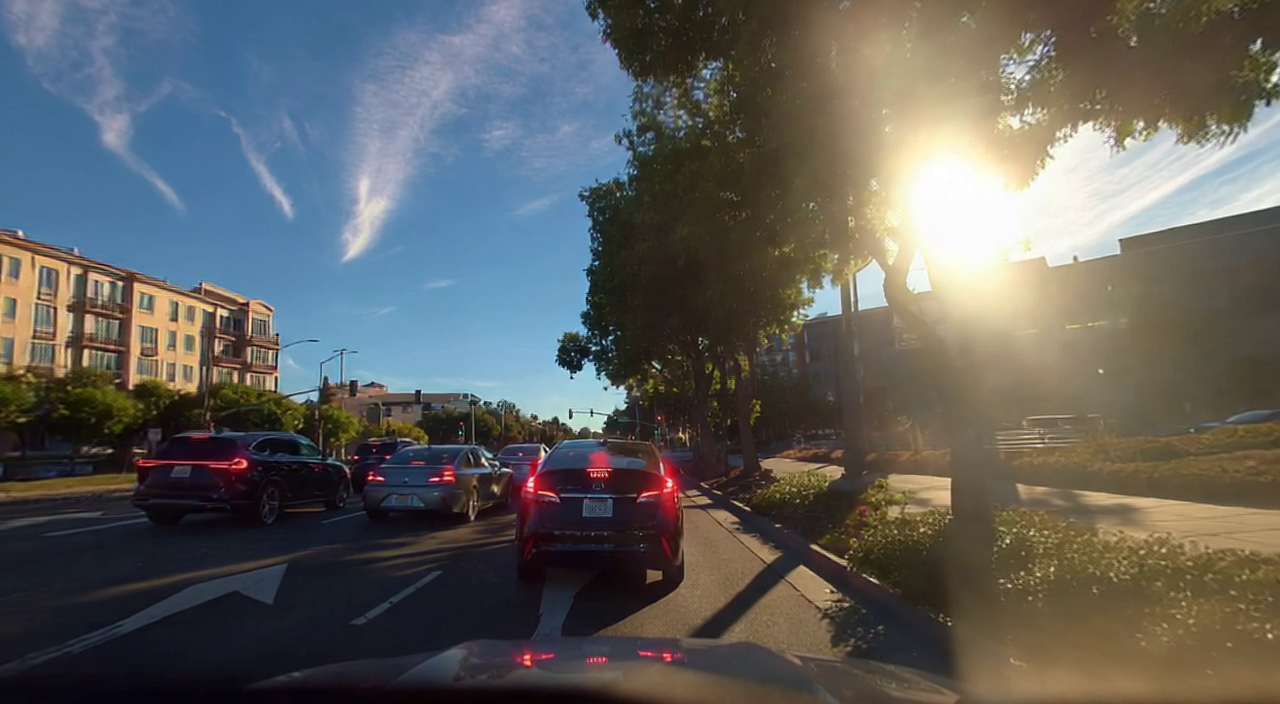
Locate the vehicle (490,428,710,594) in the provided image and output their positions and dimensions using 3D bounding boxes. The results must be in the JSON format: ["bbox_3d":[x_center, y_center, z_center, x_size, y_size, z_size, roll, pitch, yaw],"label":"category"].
[{"bbox_3d":[-0.387,1.798,7.999,2.066,1.544,3.954,0,-9,0],"label":"vehicle"}]

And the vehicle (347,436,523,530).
[{"bbox_3d":[-3.783,2.485,12.682,1.913,1.521,4.539,0,-9,1],"label":"vehicle"}]

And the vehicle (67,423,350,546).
[{"bbox_3d":[-7.348,2.272,11.487,2.068,1.784,4.224,0,-9,1],"label":"vehicle"}]
